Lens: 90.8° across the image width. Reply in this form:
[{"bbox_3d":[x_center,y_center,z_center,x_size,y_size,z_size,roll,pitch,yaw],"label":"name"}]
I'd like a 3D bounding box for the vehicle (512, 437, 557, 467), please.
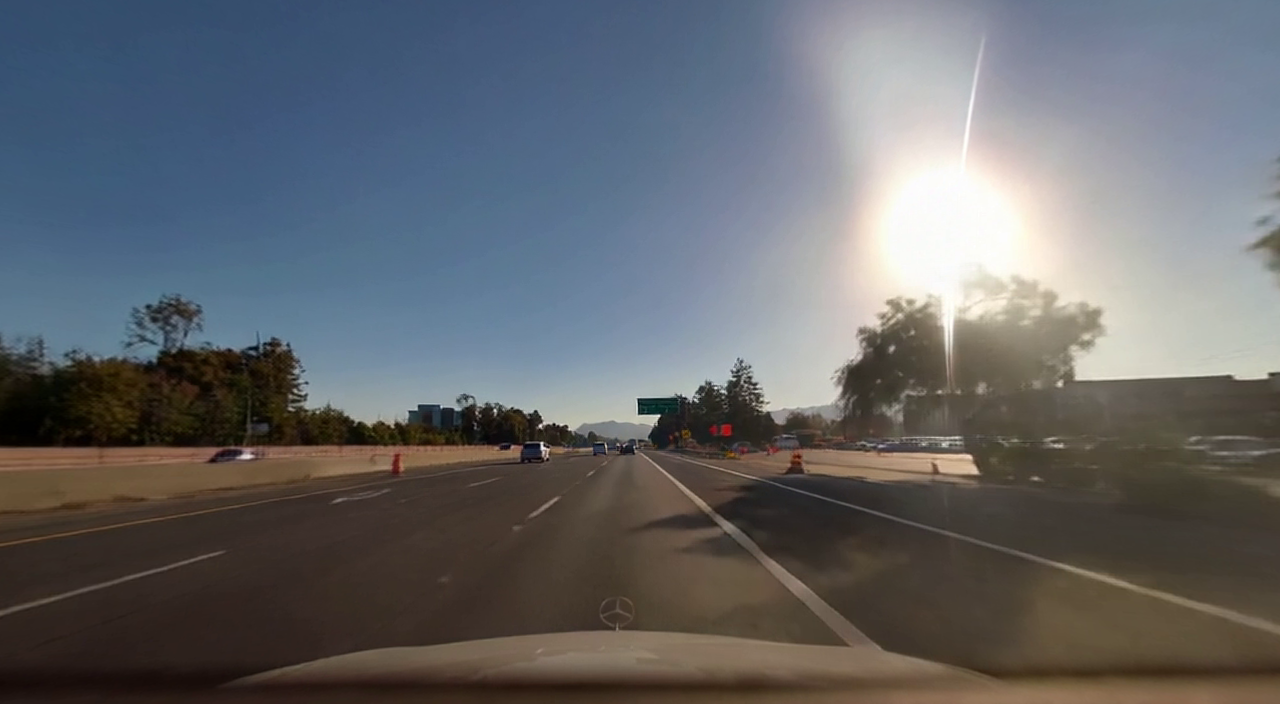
[{"bbox_3d":[-6.497,6.215,39.259,2.036,1.758,4.529,0,-9,0],"label":"vehicle"}]
